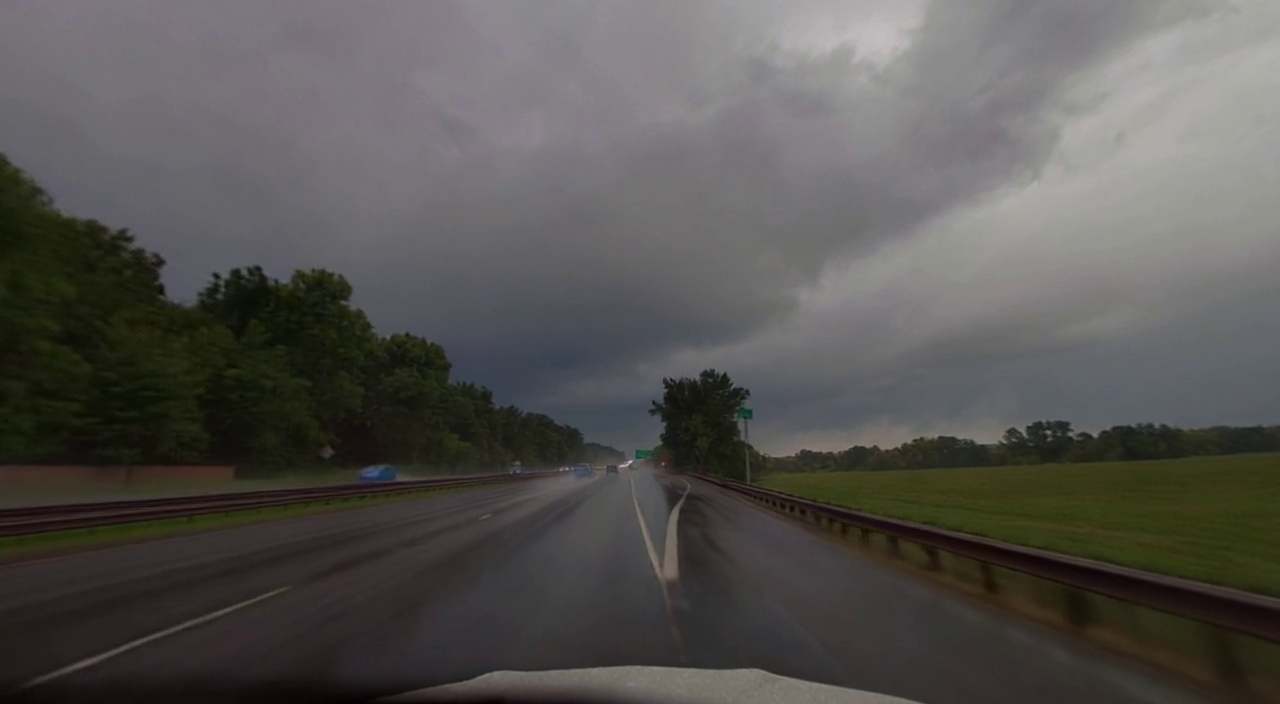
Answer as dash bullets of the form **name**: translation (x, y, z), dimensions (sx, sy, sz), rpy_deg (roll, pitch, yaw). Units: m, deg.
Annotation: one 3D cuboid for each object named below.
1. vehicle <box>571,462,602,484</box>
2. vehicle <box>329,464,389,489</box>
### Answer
- **vehicle**: translation (-4.048, 9.289, 48.418), dimensions (2.042, 1.629, 4.276), rpy_deg (1, -11, 0)
- **vehicle**: translation (-18.175, 8.078, 40.998), dimensions (1.832, 1.481, 4.505), rpy_deg (1, -11, 0)
